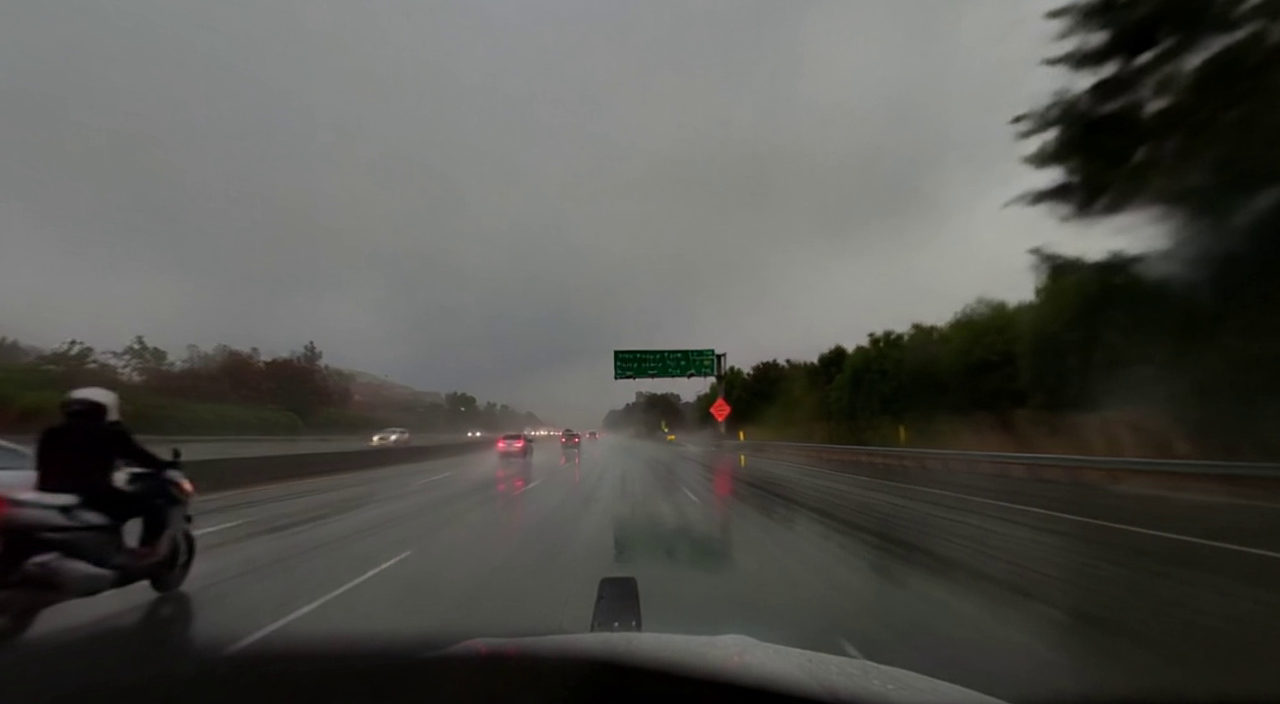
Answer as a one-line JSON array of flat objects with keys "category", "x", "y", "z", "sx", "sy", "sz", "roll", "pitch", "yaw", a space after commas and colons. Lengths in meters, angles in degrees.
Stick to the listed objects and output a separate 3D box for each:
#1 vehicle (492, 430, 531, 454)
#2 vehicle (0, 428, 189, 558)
[{"category": "vehicle", "x": -9.005, "y": 6.327, "z": 44.357, "sx": 1.965, "sy": 1.605, "sz": 4.115, "roll": 0, "pitch": -8, "yaw": -1}, {"category": "vehicle", "x": -8.057, "y": 1.622, "z": 7.463, "sx": 2.053, "sy": 1.409, "sz": 4.704, "roll": 0, "pitch": -8, "yaw": -2}]
